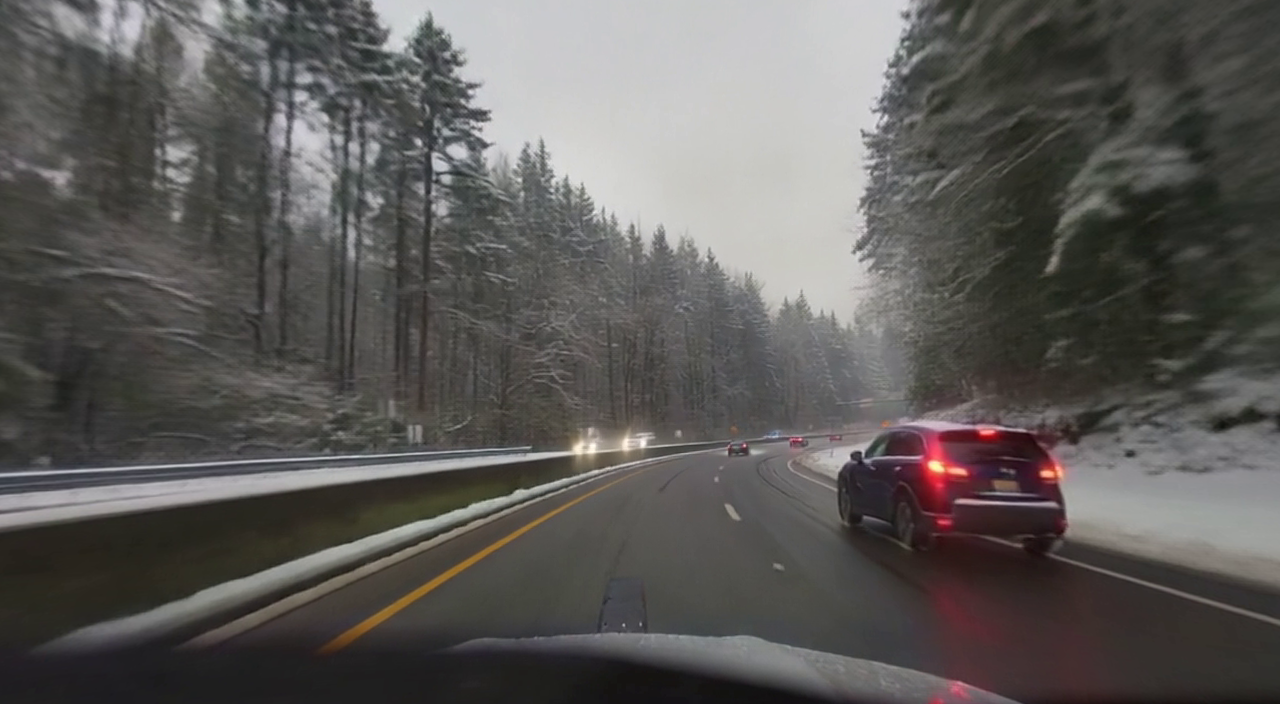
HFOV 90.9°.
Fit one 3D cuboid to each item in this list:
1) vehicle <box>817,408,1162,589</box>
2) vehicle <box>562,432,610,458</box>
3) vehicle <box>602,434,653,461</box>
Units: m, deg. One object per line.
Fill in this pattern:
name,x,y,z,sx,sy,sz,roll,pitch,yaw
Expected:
vehicle,3.955,1.719,8.289,2.112,1.708,4.380,0,-8,2
vehicle,-3.793,6.663,45.229,2.142,1.731,4.681,-2,-9,13
vehicle,-0.722,6.196,41.075,2.295,1.648,4.689,-2,-9,12
